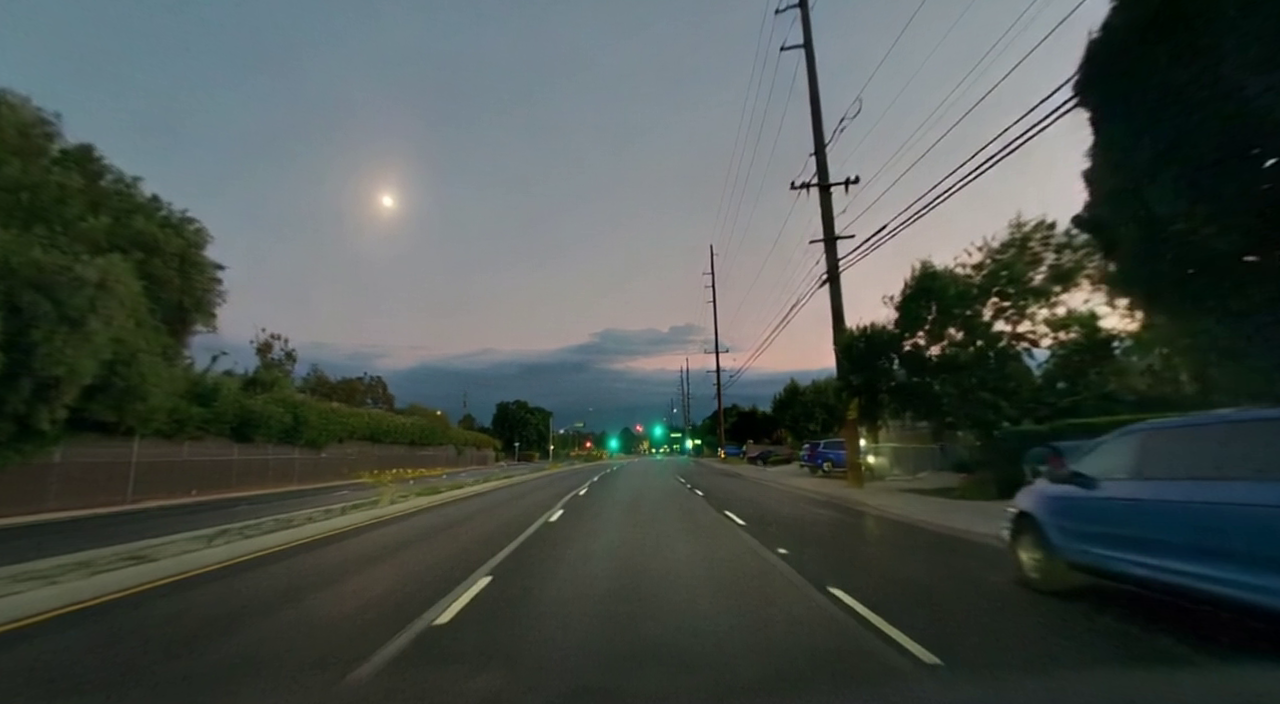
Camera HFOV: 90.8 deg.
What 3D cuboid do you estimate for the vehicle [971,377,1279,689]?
[{"bbox_3d":[4.584,1.091,4.134,2.092,1.713,4.830,0,-8,-1],"label":"vehicle"}]
